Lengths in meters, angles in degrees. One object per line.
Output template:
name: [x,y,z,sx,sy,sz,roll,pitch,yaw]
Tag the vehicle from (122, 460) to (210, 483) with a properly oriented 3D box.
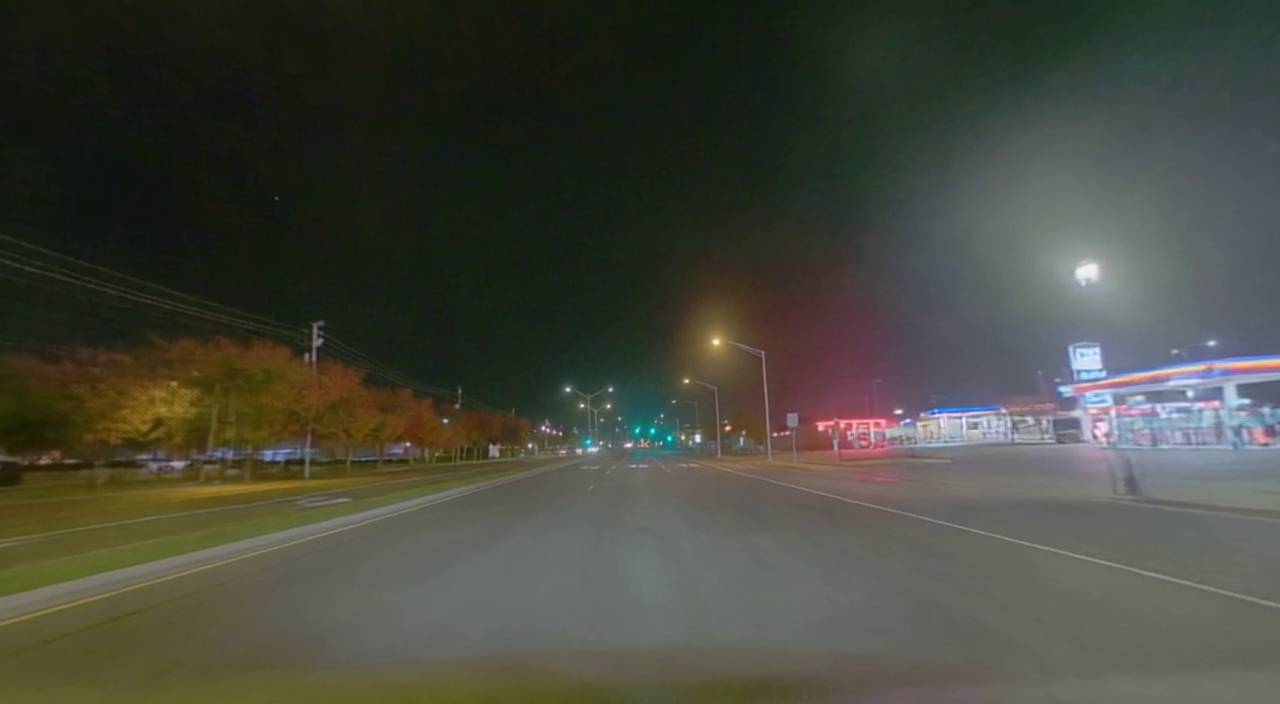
vehicle: [-33.437,8.446,44.653,4.683,1.495,2.052,-1,-9,5]
